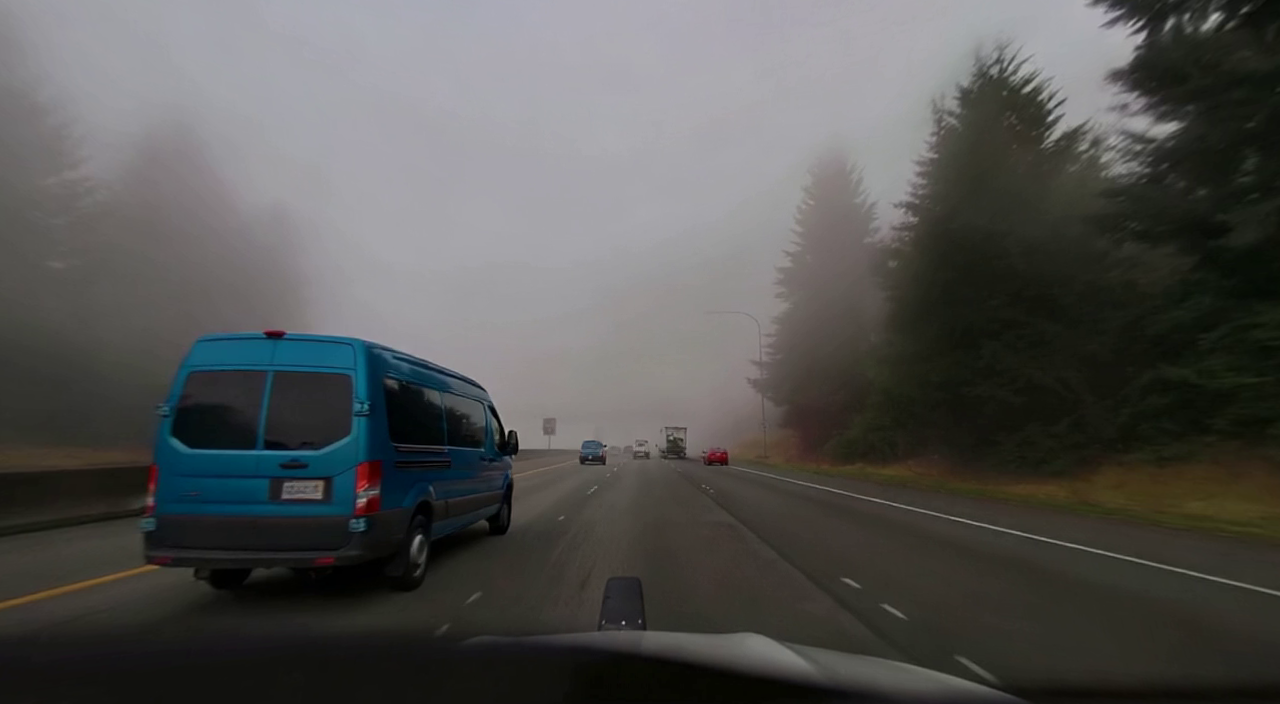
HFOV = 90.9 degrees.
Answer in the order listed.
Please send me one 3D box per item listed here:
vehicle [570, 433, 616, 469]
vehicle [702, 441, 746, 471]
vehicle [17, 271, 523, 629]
[{"bbox_3d":[-2.772,6.090,38.631,2.334,2.051,4.900,0,-9,1],"label":"vehicle"},{"bbox_3d":[4.916,6.149,37.360,1.936,1.664,4.198,0,-9,-1],"label":"vehicle"},{"bbox_3d":[-3.206,1.127,7.585,2.451,2.627,5.868,0,-9,0],"label":"vehicle"}]
